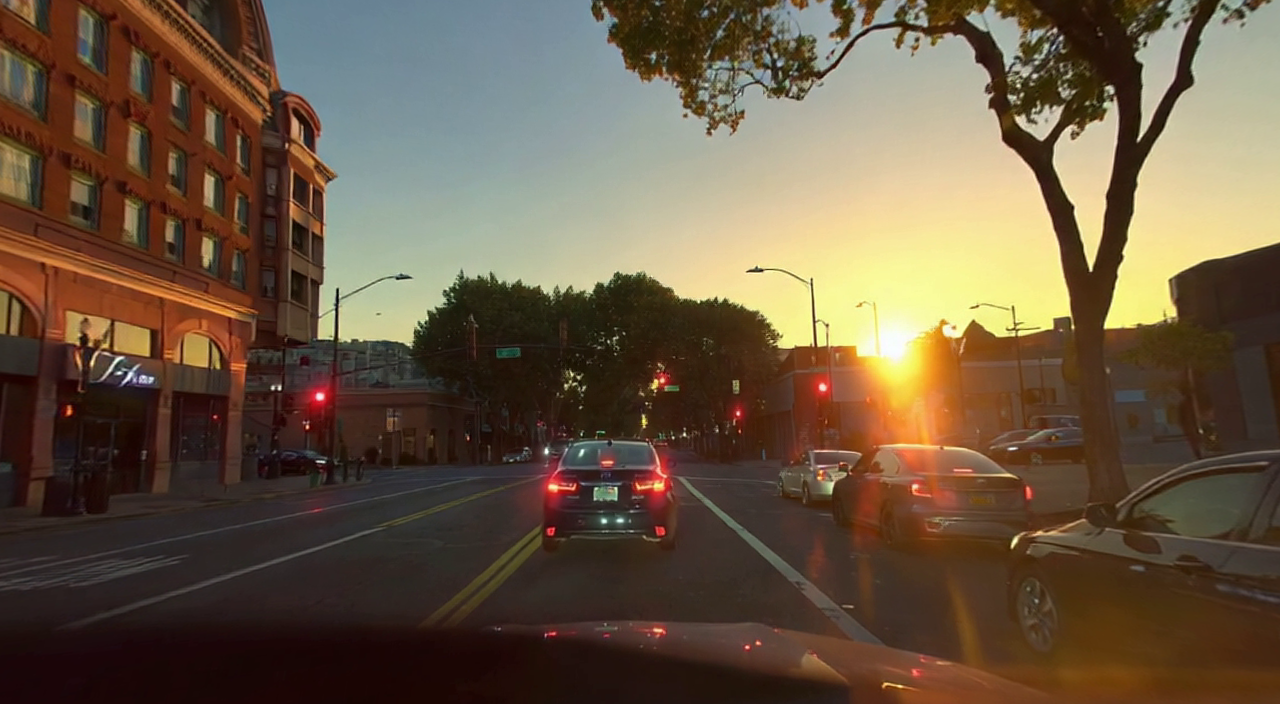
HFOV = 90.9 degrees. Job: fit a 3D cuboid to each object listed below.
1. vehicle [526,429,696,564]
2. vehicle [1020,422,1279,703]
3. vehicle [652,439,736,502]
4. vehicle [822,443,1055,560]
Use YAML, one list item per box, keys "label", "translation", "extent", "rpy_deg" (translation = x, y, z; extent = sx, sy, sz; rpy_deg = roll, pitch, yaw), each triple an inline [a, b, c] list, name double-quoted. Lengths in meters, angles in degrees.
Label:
- label: "vehicle"
  translation: [-0.401, 1.886, 8.950]
  extent: [1.888, 1.489, 3.703]
  rpy_deg: [0, -8, -3]
- label: "vehicle"
  translation: [3.180, 0.829, 1.103]
  extent: [2.006, 1.496, 4.767]
  rpy_deg: [0, -9, -1]
- label: "vehicle"
  translation: [1.469, 3.142, 17.149]
  extent: [2.006, 1.495, 3.952]
  rpy_deg: [-1, -8, 5]
- label: "vehicle"
  translation: [4.593, 2.300, 10.643]
  extent: [1.912, 1.505, 4.618]
  rpy_deg: [-1, -8, 4]
